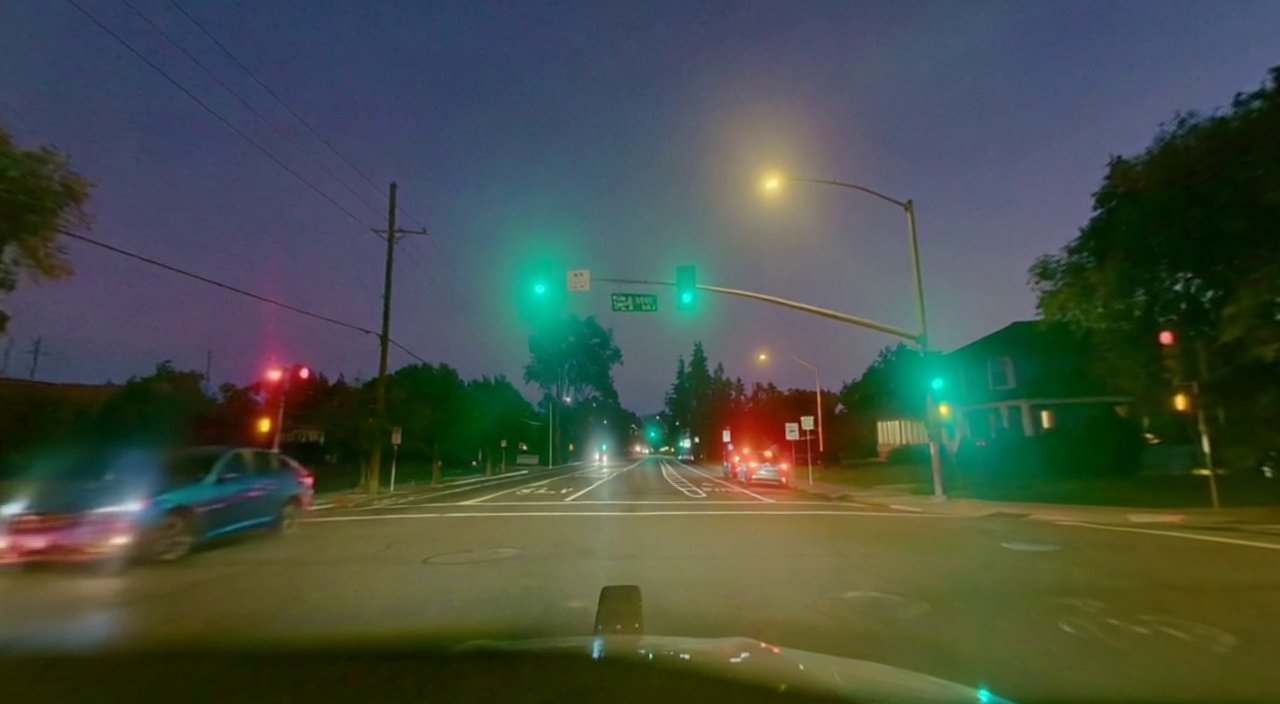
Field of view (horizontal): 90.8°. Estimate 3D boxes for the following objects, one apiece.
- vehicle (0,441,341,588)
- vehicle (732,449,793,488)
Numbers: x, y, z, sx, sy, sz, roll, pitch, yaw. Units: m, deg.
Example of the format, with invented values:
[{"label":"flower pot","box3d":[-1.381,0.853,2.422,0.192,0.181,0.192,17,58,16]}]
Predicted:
[{"label":"vehicle","box3d":[-6.899,2.185,9.524,2.270,1.605,4.958,0,-9,1]},{"label":"vehicle","box3d":[5.486,5.241,28.797,1.891,1.611,4.269,0,-9,0]}]
